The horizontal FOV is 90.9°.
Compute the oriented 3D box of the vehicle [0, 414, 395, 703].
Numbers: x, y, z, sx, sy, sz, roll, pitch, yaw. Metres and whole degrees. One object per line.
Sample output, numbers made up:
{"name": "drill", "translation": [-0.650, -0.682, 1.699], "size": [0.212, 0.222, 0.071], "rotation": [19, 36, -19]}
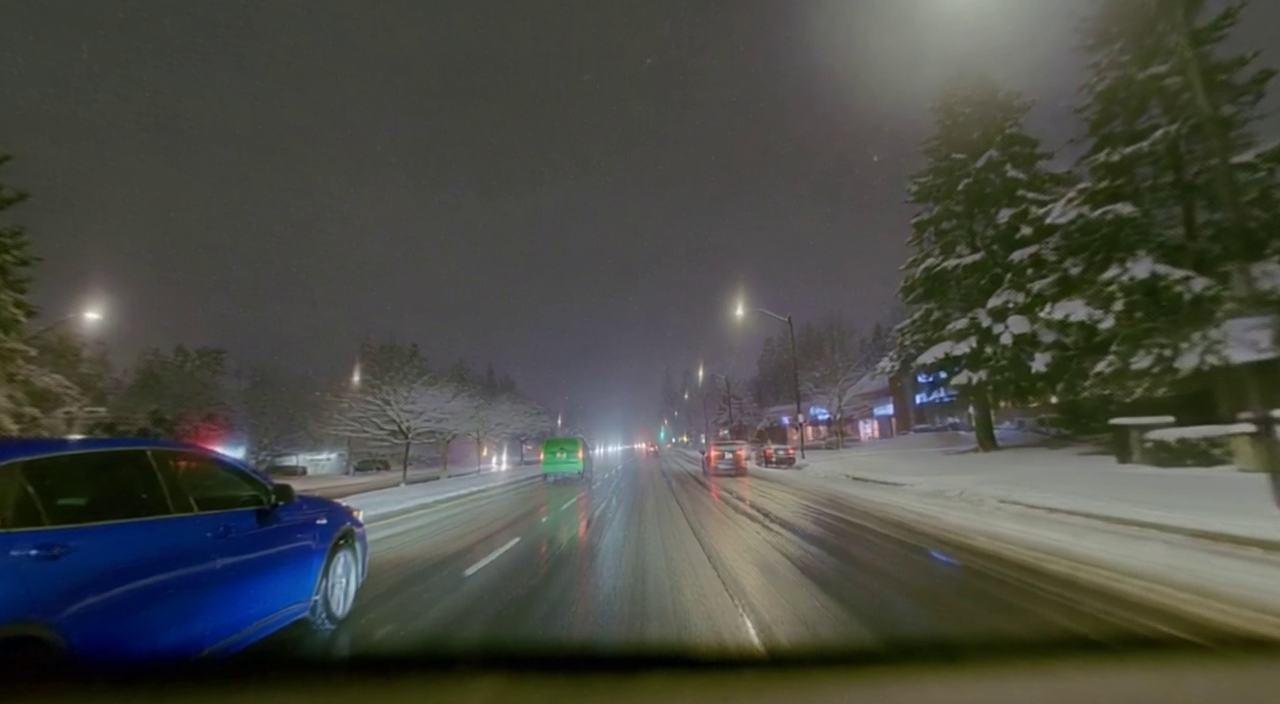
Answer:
{"name": "vehicle", "translation": [-3.241, 1.107, 3.212], "size": [1.956, 1.460, 4.802], "rotation": [0, -9, 1]}

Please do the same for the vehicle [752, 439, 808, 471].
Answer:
{"name": "vehicle", "translation": [7.684, 5.698, 35.075], "size": [2.089, 1.678, 4.725], "rotation": [0, -9, 1]}

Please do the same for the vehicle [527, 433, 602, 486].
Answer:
{"name": "vehicle", "translation": [-2.746, 4.055, 23.986], "size": [2.193, 1.788, 4.603], "rotation": [0, -9, 1]}

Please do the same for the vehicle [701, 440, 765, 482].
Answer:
{"name": "vehicle", "translation": [3.603, 4.306, 25.185], "size": [1.904, 1.490, 4.299], "rotation": [0, -9, 0]}
